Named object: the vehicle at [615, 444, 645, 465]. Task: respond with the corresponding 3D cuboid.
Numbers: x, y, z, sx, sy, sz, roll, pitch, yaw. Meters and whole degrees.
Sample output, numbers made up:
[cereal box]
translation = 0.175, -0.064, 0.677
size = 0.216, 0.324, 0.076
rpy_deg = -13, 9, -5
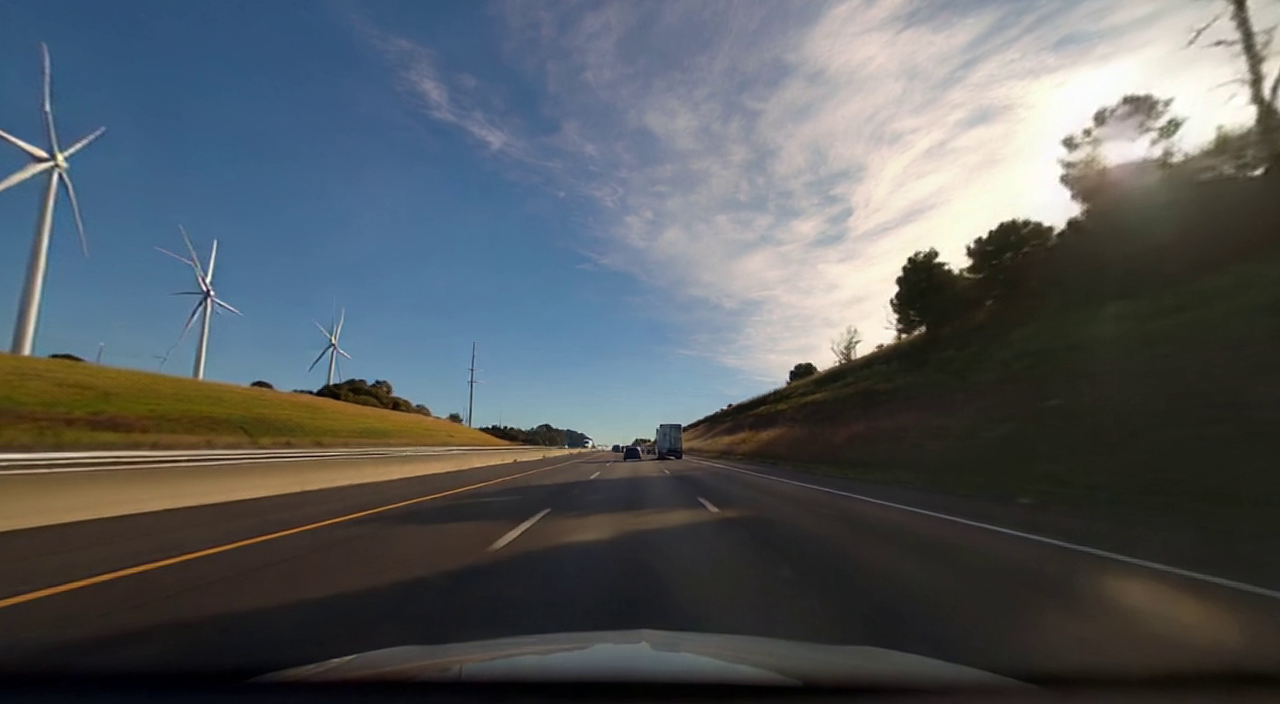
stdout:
[vehicle]
translation = -0.767, 7.702, 47.506
size = 2.209, 1.453, 3.695
rpy_deg = 0, -9, -1
